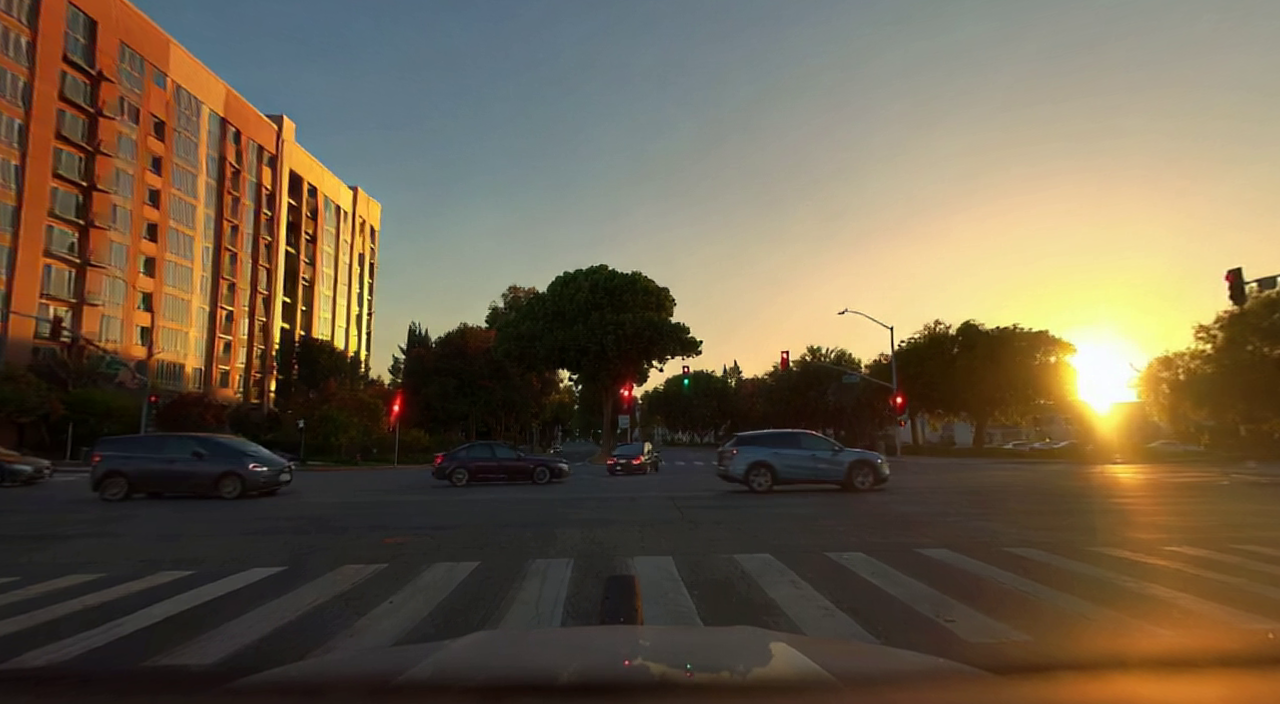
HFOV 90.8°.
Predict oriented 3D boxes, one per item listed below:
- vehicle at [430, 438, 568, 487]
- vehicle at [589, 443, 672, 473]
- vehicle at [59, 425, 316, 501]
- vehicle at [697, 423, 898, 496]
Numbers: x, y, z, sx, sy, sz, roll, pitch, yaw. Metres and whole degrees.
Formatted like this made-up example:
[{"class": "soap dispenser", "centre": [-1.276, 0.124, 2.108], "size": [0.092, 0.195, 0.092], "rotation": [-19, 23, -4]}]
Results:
[{"class": "vehicle", "centre": [-4.966, 3.834, 22.285], "size": [4.397, 1.569, 1.955], "rotation": [3, -9, -23]}, {"class": "vehicle", "centre": [-0.421, 5.714, 34.414], "size": [1.976, 1.505, 5.084], "rotation": [-6, -10, 33]}, {"class": "vehicle", "centre": [-11.544, 2.857, 16.497], "size": [4.923, 1.800, 2.153], "rotation": [0, -8, -5]}, {"class": "vehicle", "centre": [4.467, 3.105, 18.546], "size": [5.101, 1.940, 2.468], "rotation": [1, -8, -7]}]
